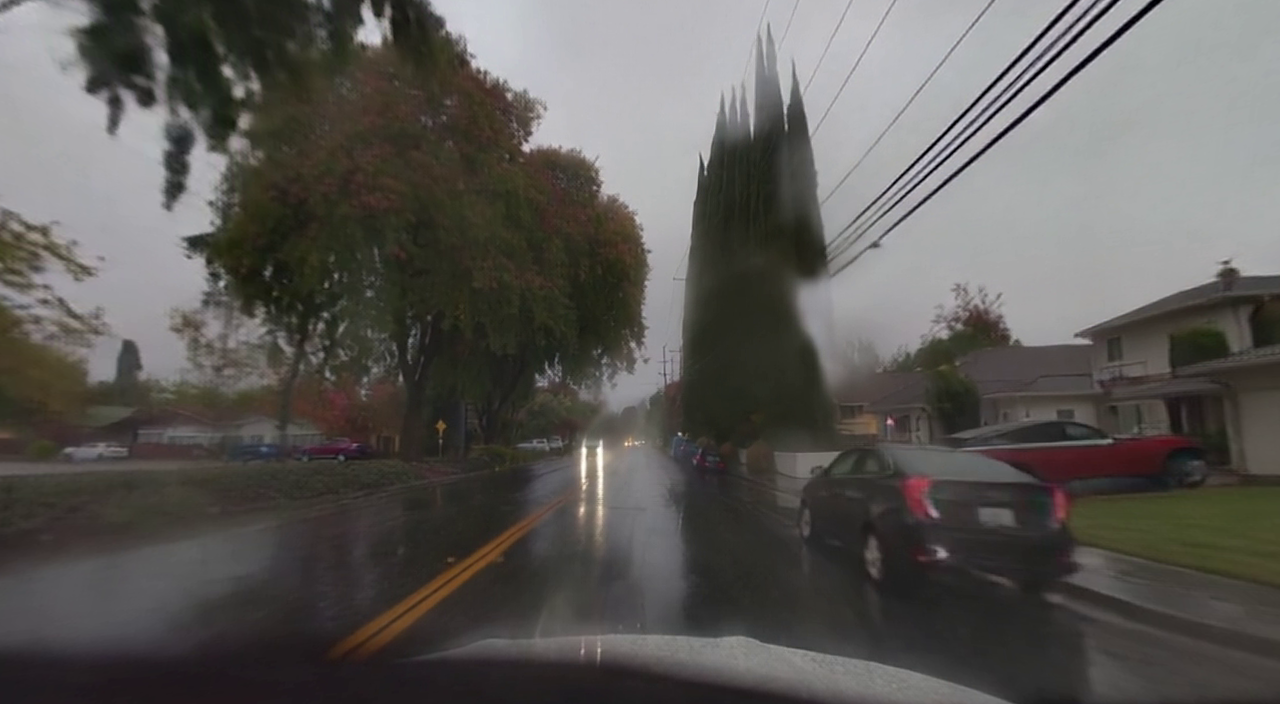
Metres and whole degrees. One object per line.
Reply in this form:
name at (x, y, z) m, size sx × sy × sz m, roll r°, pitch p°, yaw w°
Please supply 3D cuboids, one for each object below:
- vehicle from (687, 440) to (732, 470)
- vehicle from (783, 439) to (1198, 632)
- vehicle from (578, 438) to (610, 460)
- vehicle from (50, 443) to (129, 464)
vehicle at (3.668, 5.547, 34.185) m, size 1.915 × 1.491 × 4.642 m, roll 0°, pitch -8°, yaw 0°
vehicle at (3.181, 1.719, 7.108) m, size 1.990 × 1.435 × 4.526 m, roll 0°, pitch -8°, yaw -1°
vehicle at (-3.322, 7.068, 46.060) m, size 1.839 × 1.520 × 3.656 m, roll -1°, pitch -8°, yaw 3°
vehicle at (-41.083, 7.541, 47.190) m, size 4.019 × 1.503 × 1.979 m, roll 0°, pitch -8°, yaw 0°
